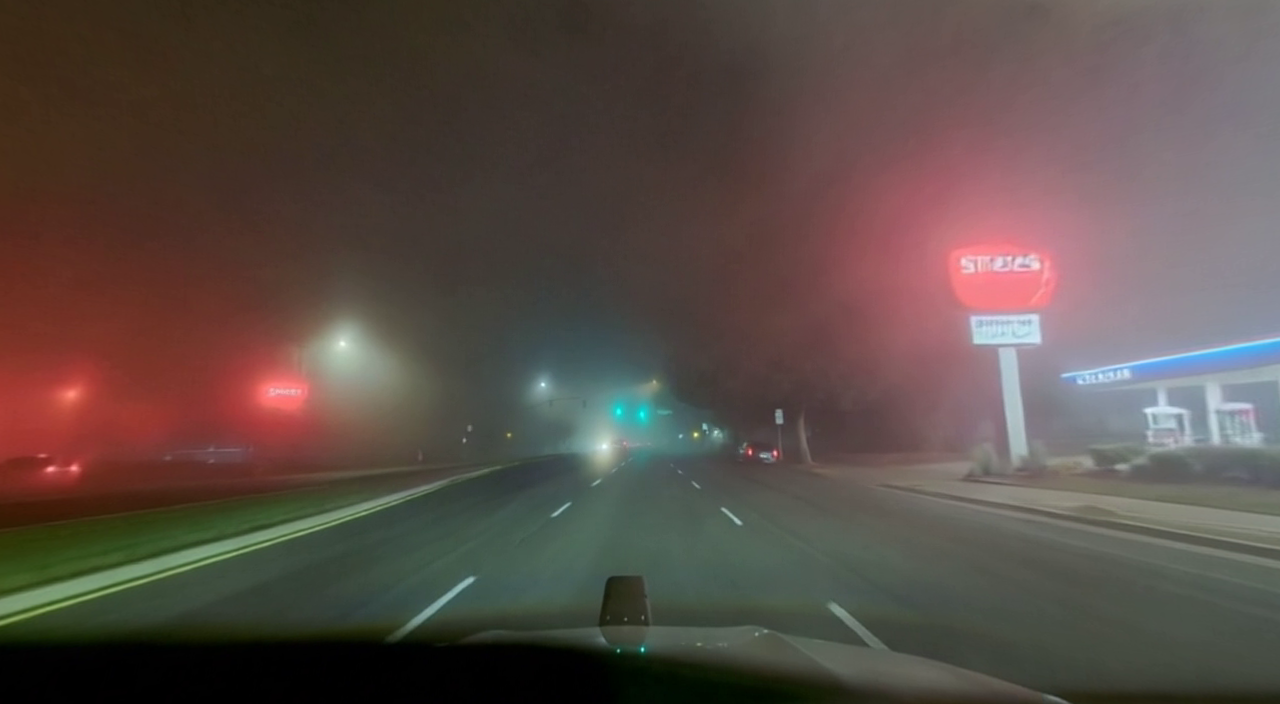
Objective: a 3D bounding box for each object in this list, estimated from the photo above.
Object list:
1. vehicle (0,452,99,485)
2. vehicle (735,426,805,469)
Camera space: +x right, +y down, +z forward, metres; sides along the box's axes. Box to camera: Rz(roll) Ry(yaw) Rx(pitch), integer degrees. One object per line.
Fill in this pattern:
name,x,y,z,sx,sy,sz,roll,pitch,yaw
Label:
vehicle,-36.972,7.166,39.141,2.112,1.854,5.033,0,-8,2
vehicle,7.561,5.677,37.649,2.764,2.327,6.492,0,-8,0
